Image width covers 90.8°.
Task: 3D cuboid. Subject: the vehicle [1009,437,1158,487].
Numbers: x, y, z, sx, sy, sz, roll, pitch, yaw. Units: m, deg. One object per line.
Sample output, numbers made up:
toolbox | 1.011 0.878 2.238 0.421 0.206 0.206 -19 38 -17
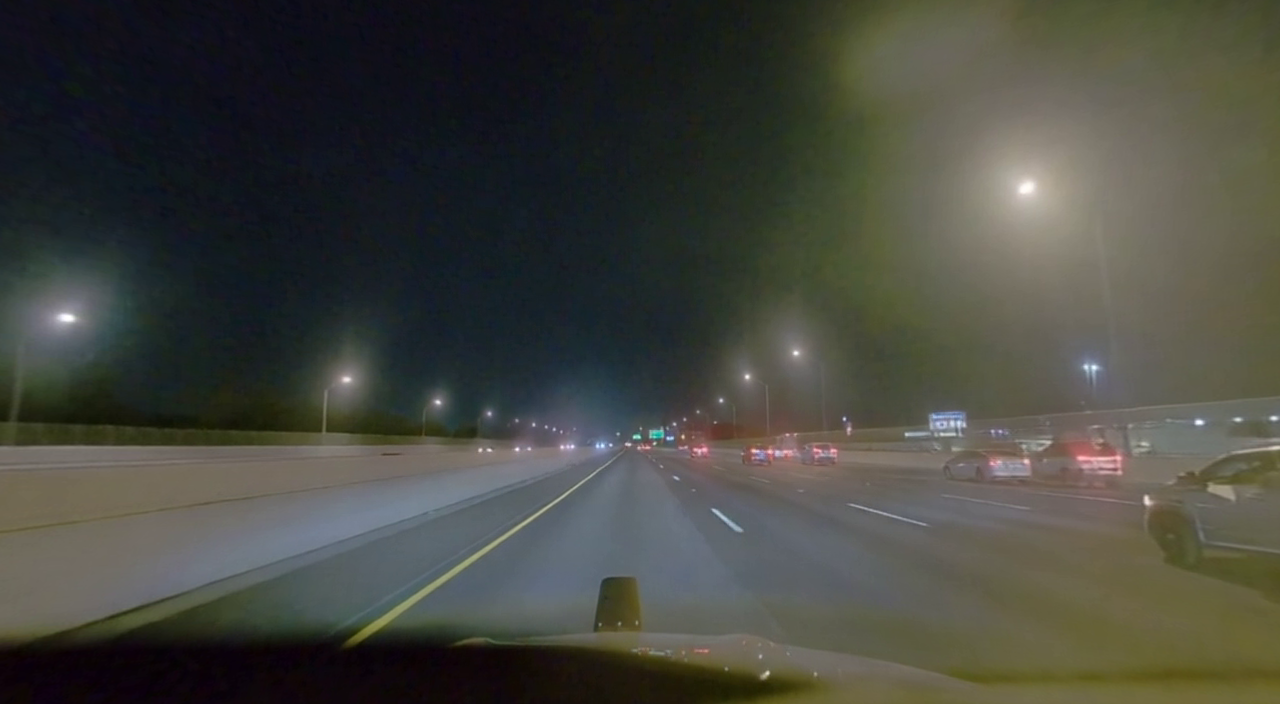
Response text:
vehicle | 16.728 4.145 24.260 2.034 1.698 5.065 0 -8 -1

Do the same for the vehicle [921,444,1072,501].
vehicle | 9.867 3.330 17.917 1.836 1.418 4.132 0 -8 -1
